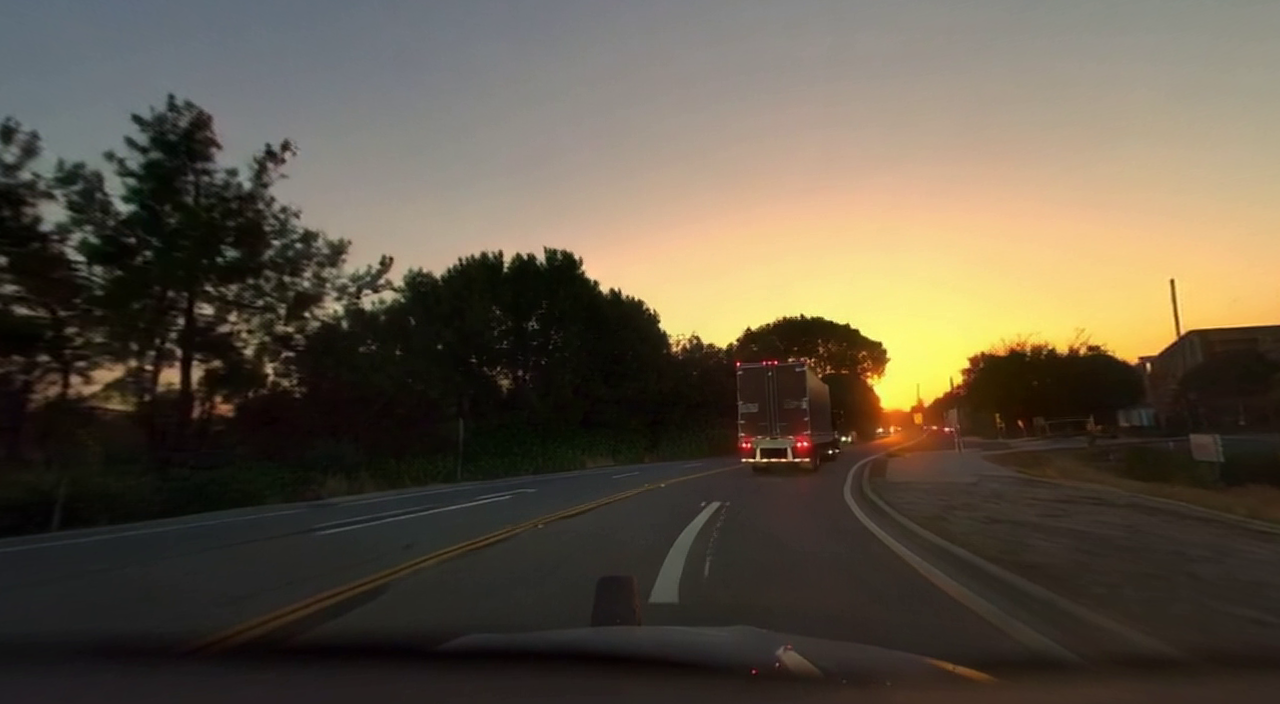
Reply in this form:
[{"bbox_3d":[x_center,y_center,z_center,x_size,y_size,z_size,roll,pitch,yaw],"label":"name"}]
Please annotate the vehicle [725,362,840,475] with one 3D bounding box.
[{"bbox_3d":[6.275,2.920,26.064,2.837,3.712,10.484,-3,-9,22],"label":"vehicle"}]
